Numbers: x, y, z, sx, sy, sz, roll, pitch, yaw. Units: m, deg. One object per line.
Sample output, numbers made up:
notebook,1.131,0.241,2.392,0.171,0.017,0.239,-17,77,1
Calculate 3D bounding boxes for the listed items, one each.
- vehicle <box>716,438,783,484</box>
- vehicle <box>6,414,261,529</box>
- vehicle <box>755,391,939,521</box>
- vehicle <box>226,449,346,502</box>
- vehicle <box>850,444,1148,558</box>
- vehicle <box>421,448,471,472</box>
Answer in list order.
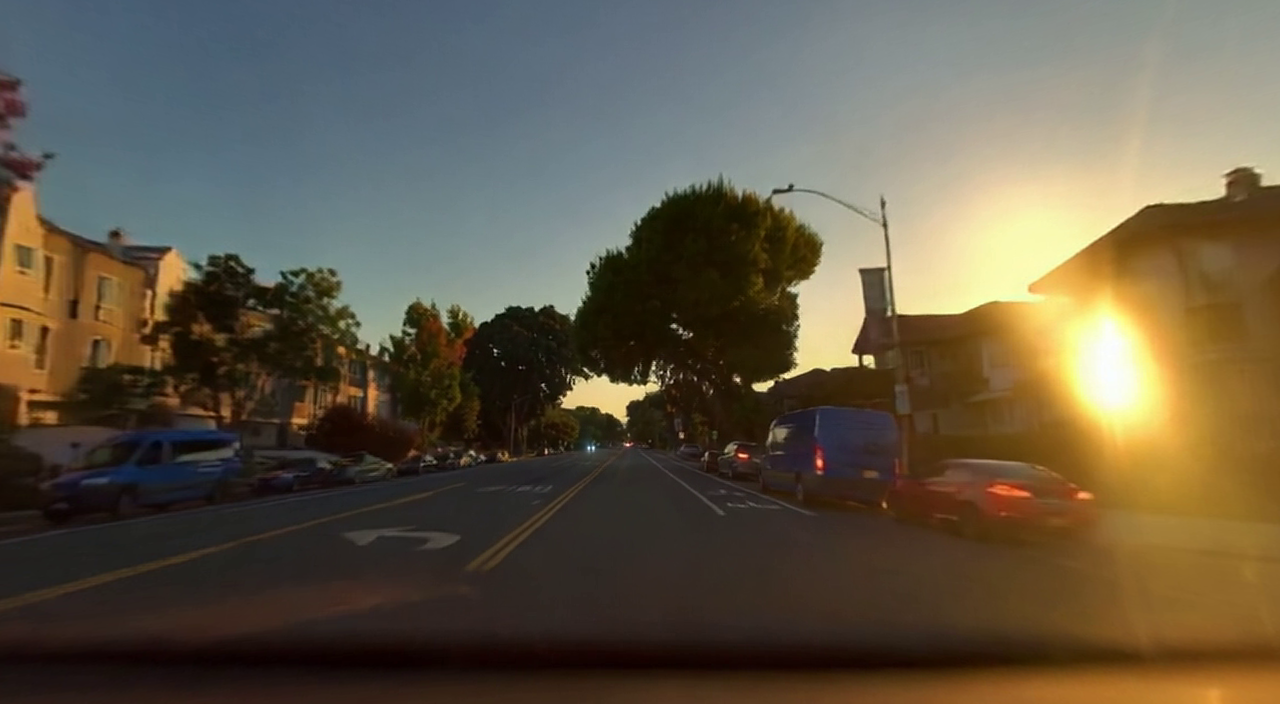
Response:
vehicle,4.480,4.506,26.539,1.927,1.718,4.679,0,-8,0
vehicle,-12.646,2.933,16.487,2.164,2.386,5.460,-2,-7,-1
vehicle,4.831,2.575,16.081,2.414,2.670,5.833,1,-8,-3
vehicle,-12.484,4.335,22.677,1.892,1.472,4.523,-3,-7,-3
vehicle,5.541,2.283,10.578,1.848,1.468,4.332,2,-9,-12
vehicle,-13.091,7.305,42.891,1.954,1.491,4.633,0,-8,-1
